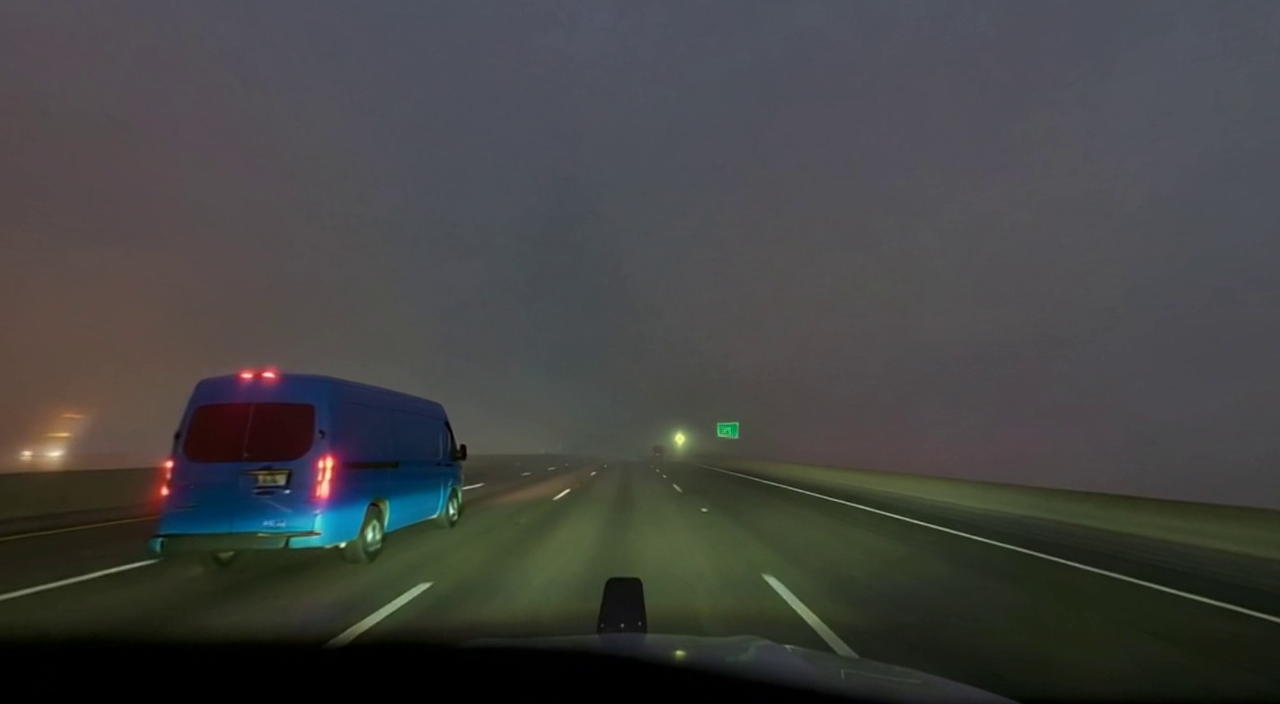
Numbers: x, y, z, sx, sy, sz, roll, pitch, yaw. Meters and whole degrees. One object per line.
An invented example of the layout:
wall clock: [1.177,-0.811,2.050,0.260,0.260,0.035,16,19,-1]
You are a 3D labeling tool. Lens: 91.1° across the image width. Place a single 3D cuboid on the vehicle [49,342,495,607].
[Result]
vehicle: [-3.754,1.430,8.106,2.372,2.248,5.393,0,-9,1]
